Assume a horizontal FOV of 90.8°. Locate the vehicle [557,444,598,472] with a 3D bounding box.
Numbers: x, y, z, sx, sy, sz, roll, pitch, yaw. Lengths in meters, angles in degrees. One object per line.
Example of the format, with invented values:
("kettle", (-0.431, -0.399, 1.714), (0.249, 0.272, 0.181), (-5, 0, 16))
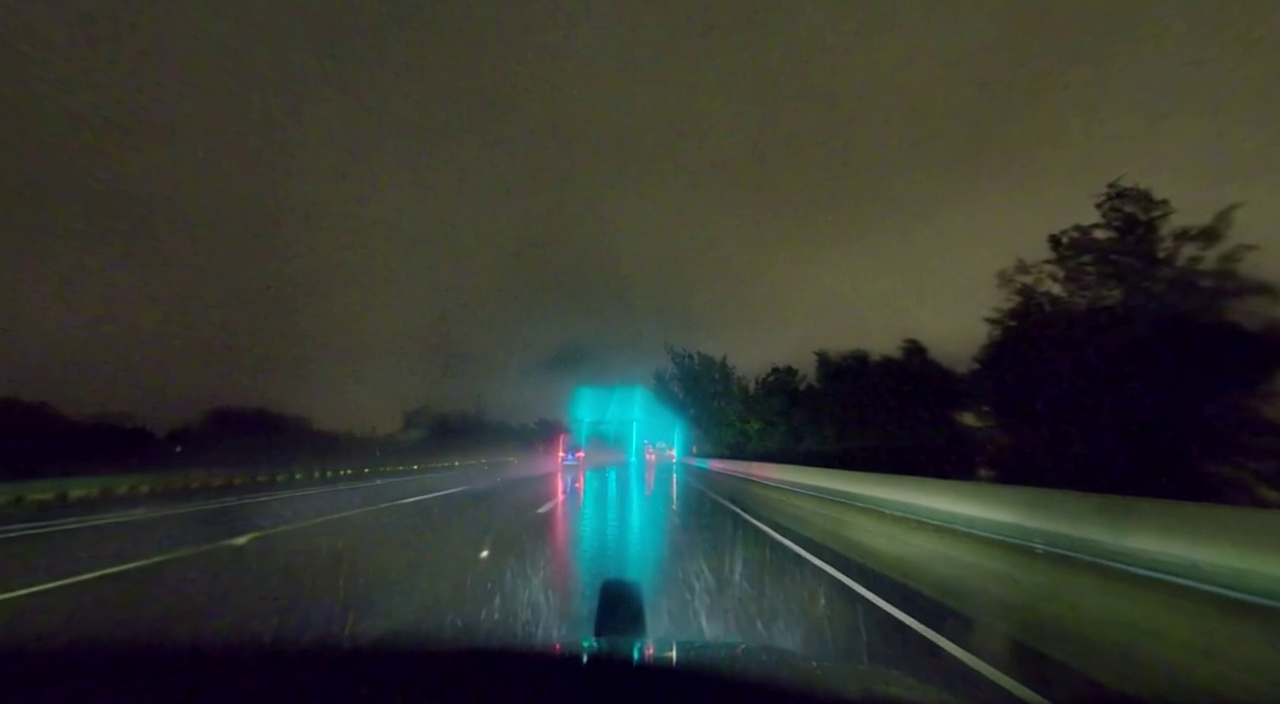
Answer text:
("vehicle", (-4.238, 7.333, 43.881), (2.272, 1.759, 5.058), (0, -9, 1))
